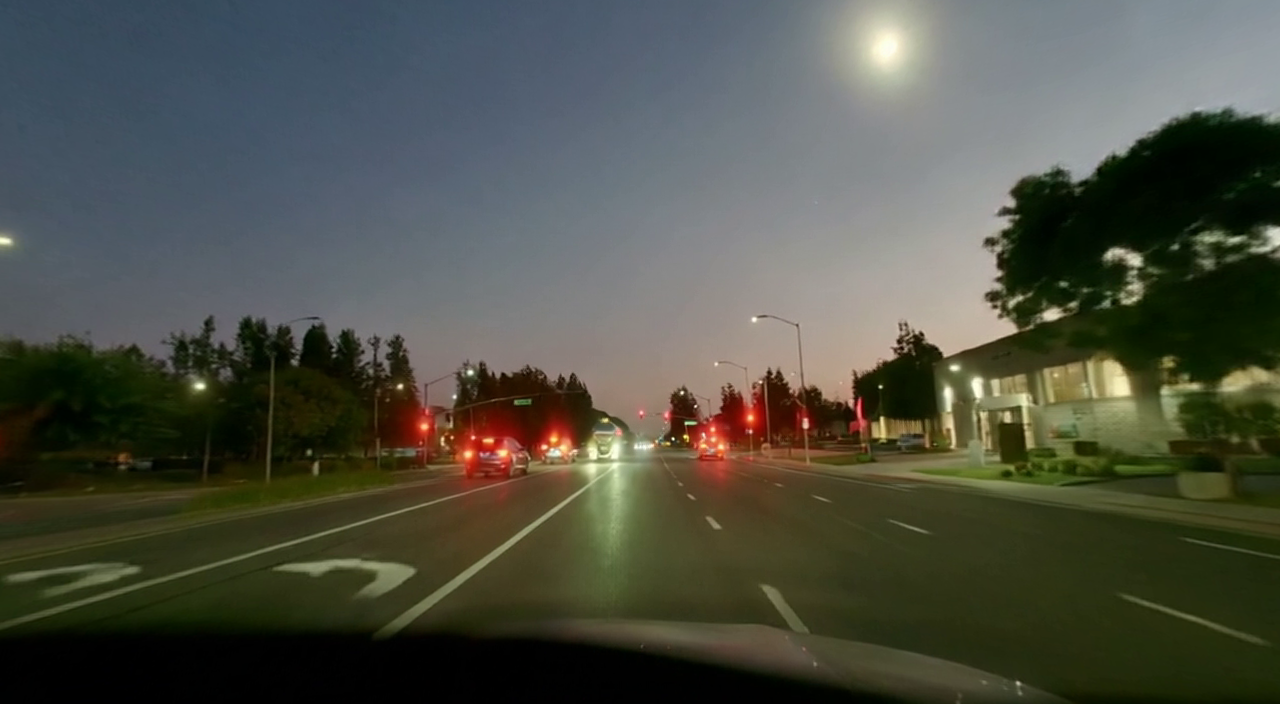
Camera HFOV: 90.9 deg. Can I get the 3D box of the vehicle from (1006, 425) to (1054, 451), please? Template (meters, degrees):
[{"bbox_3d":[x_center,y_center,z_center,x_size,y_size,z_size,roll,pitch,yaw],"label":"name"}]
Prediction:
[{"bbox_3d":[23.758,5.252,38.328,1.924,1.467,4.572,-6,-11,37],"label":"vehicle"}]

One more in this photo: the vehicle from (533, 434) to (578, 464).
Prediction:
[{"bbox_3d":[-5.979,6.969,45.364,2.375,1.989,5.497,0,-8,1],"label":"vehicle"}]

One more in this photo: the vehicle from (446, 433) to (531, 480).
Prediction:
[{"bbox_3d":[-6.049,4.236,25.782,2.179,1.750,4.621,0,-8,2],"label":"vehicle"}]
